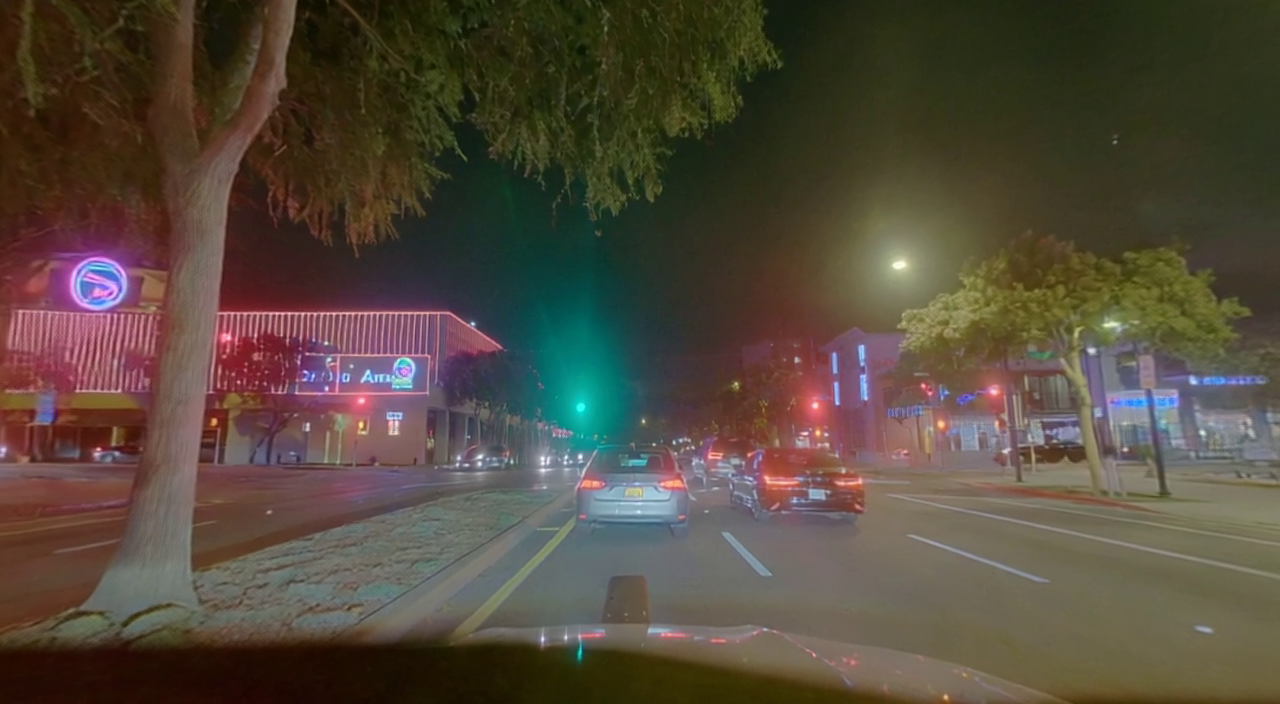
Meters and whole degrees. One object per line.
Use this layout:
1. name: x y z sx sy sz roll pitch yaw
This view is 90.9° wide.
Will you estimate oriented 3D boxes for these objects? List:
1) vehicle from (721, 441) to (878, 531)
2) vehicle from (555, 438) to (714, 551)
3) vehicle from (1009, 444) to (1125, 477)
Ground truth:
1. vehicle: 2.901 2.520 12.533 1.893 1.446 4.270 0 -8 -1
2. vehicle: -0.117 2.185 10.418 2.087 1.456 4.143 0 -8 -1
3. vehicle: 22.364 5.681 33.166 4.610 1.622 1.934 -1 -8 4
